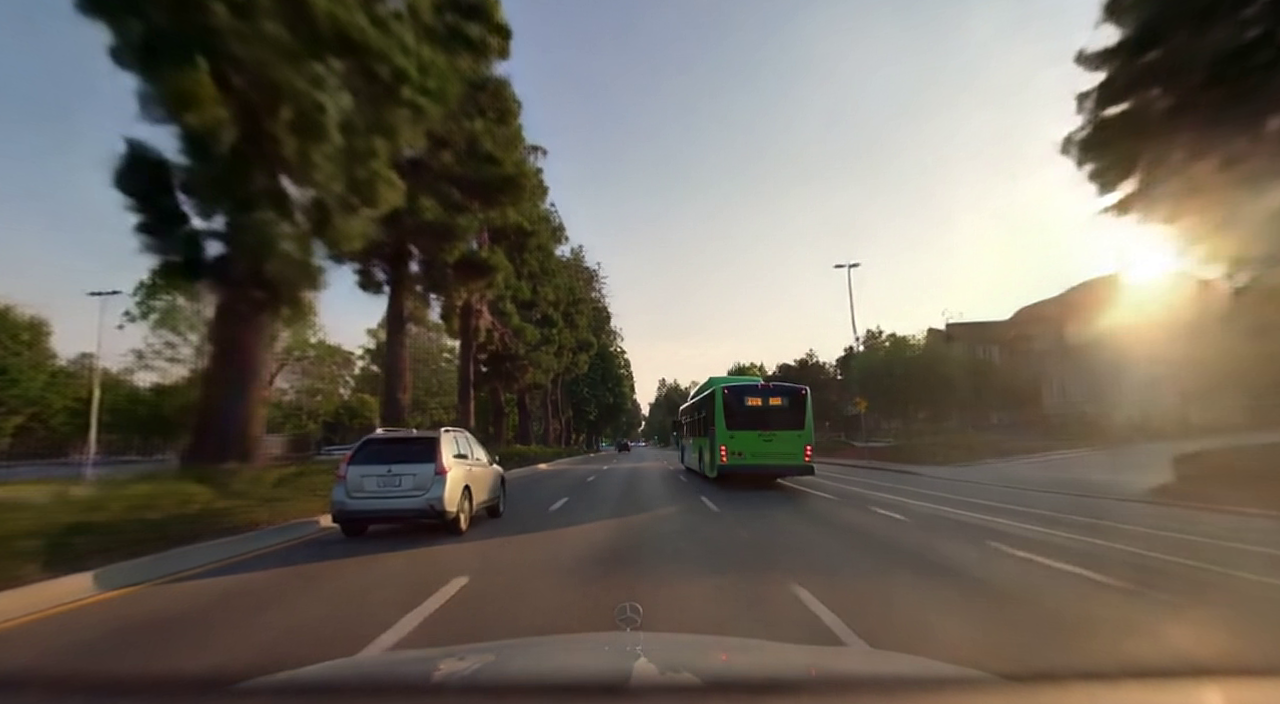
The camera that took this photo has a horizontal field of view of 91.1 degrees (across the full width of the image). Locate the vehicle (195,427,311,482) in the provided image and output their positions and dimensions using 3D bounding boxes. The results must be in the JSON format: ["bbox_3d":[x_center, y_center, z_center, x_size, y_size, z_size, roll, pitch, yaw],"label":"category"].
[{"bbox_3d":[-22.199,5.876,36.461,2.593,2.836,6.122,0,-8,1],"label":"vehicle"}]

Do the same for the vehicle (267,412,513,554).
[{"bbox_3d":[-3.632,1.969,10.214,2.111,1.767,4.333,0,-8,1],"label":"vehicle"}]

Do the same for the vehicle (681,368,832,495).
[{"bbox_3d":[3.449,2.958,22.764,3.072,3.278,12.747,1,-8,0],"label":"vehicle"}]
